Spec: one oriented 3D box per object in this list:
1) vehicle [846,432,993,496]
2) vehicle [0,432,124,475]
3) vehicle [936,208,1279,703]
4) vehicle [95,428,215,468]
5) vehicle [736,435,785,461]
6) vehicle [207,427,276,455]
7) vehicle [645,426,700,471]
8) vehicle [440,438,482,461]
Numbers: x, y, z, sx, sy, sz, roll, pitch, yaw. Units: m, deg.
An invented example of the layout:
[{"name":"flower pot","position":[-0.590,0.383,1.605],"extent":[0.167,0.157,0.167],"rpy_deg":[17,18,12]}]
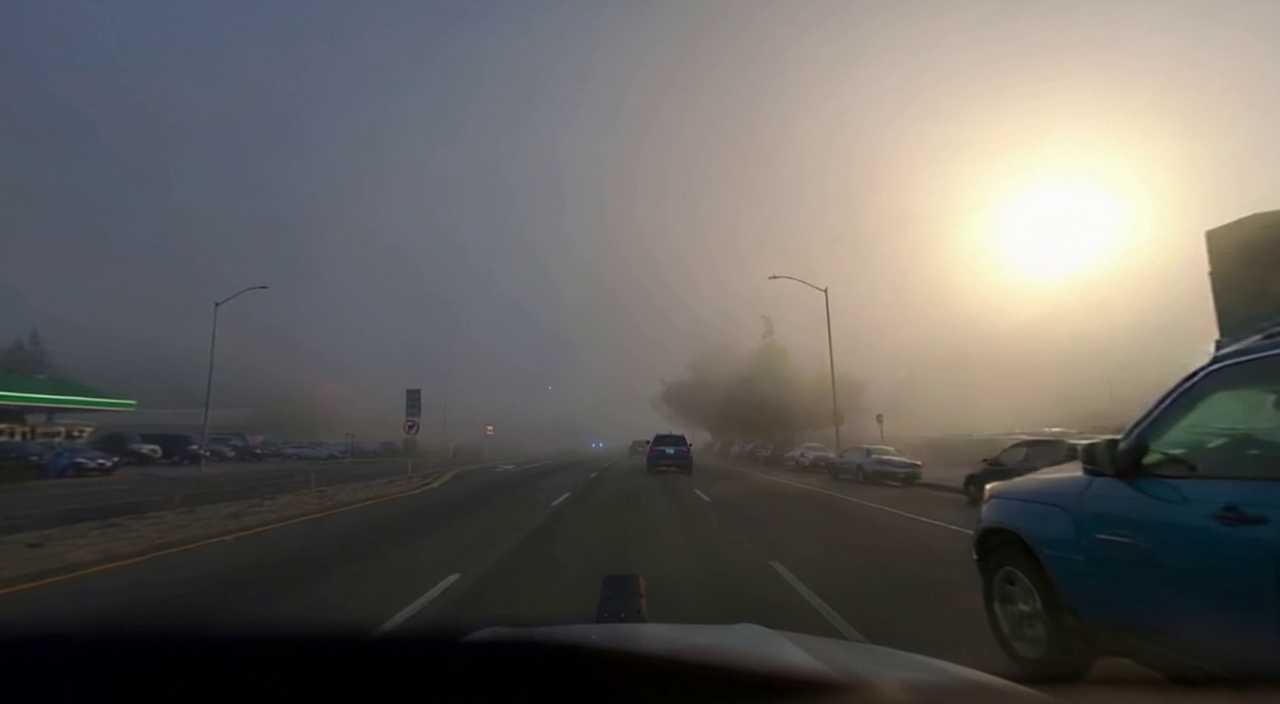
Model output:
[{"name":"vehicle","position":[7.329,2.962,17.111],"extent":[1.831,1.471,4.866],"rpy_deg":[0,-8,1]},{"name":"vehicle","position":[-26.230,4.508,28.167],"extent":[1.922,1.755,4.511],"rpy_deg":[-1,-8,7]},{"name":"vehicle","position":[3.027,0.527,1.596],"extent":[2.246,1.963,4.777],"rpy_deg":[0,-8,1]},{"name":"vehicle","position":[-25.706,5.119,33.611],"extent":[2.086,1.967,5.297],"rpy_deg":[0,-8,1]},{"name":"vehicle","position":[7.448,6.001,39.297],"extent":[2.055,1.508,4.782],"rpy_deg":[0,-8,0]},{"name":"vehicle","position":[-30.701,6.931,48.542],"extent":[2.042,1.901,5.209],"rpy_deg":[-3,-9,-2]},{"name":"vehicle","position":[1.423,4.443,29.170],"extent":[2.317,1.857,5.150],"rpy_deg":[0,-8,1]},{"name":"vehicle","position":[-11.884,6.501,41.994],"extent":[1.942,1.473,4.506],"rpy_deg":[1,-8,-6]}]
